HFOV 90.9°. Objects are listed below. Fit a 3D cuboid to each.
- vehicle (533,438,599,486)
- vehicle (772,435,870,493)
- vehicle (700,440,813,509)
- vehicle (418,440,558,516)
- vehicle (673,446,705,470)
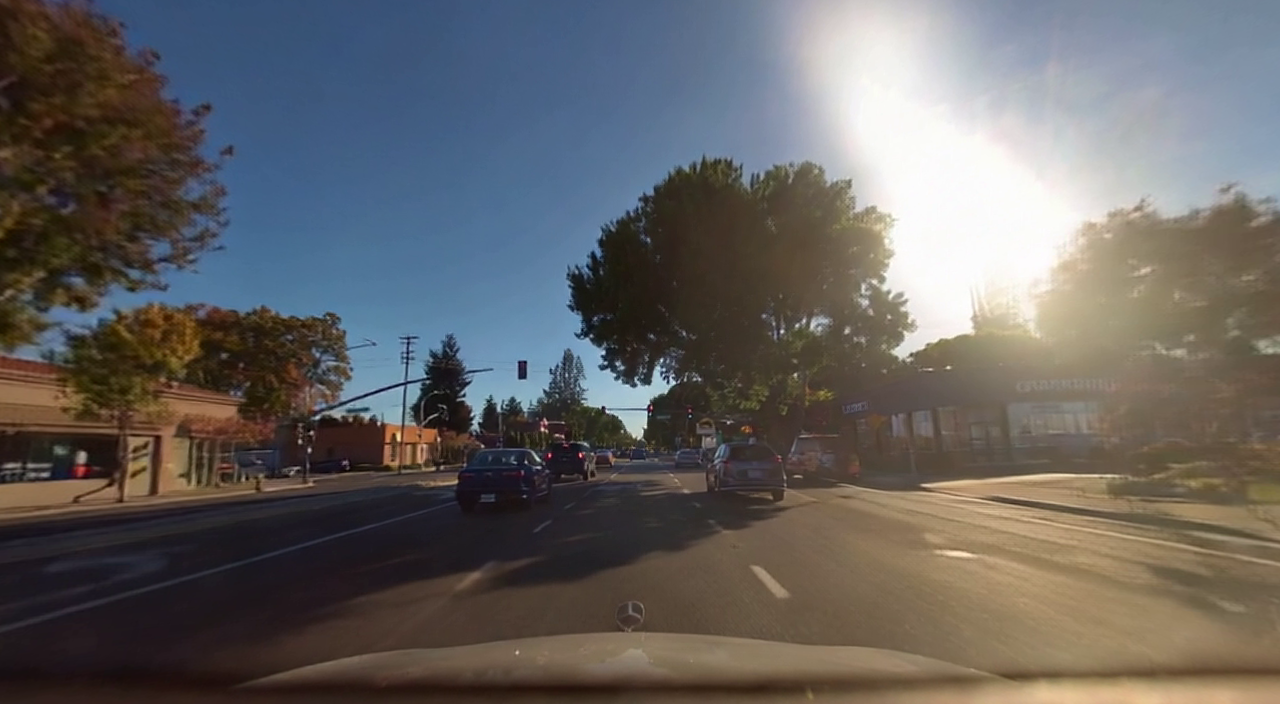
[{"bbox_3d":[-3.017,4.616,26.807,2.187,1.825,4.621,0,-9,1],"label":"vehicle"},{"bbox_3d":[5.940,3.720,21.334,1.979,1.738,4.418,0,-9,0],"label":"vehicle"},{"bbox_3d":[2.771,3.029,16.068,2.004,1.512,4.206,0,-9,-1],"label":"vehicle"},{"bbox_3d":[-3.371,2.901,15.070,2.087,1.494,4.626,0,-9,2],"label":"vehicle"},{"bbox_3d":[3.469,7.623,45.394,2.030,1.628,4.080,0,-9,0],"label":"vehicle"}]
